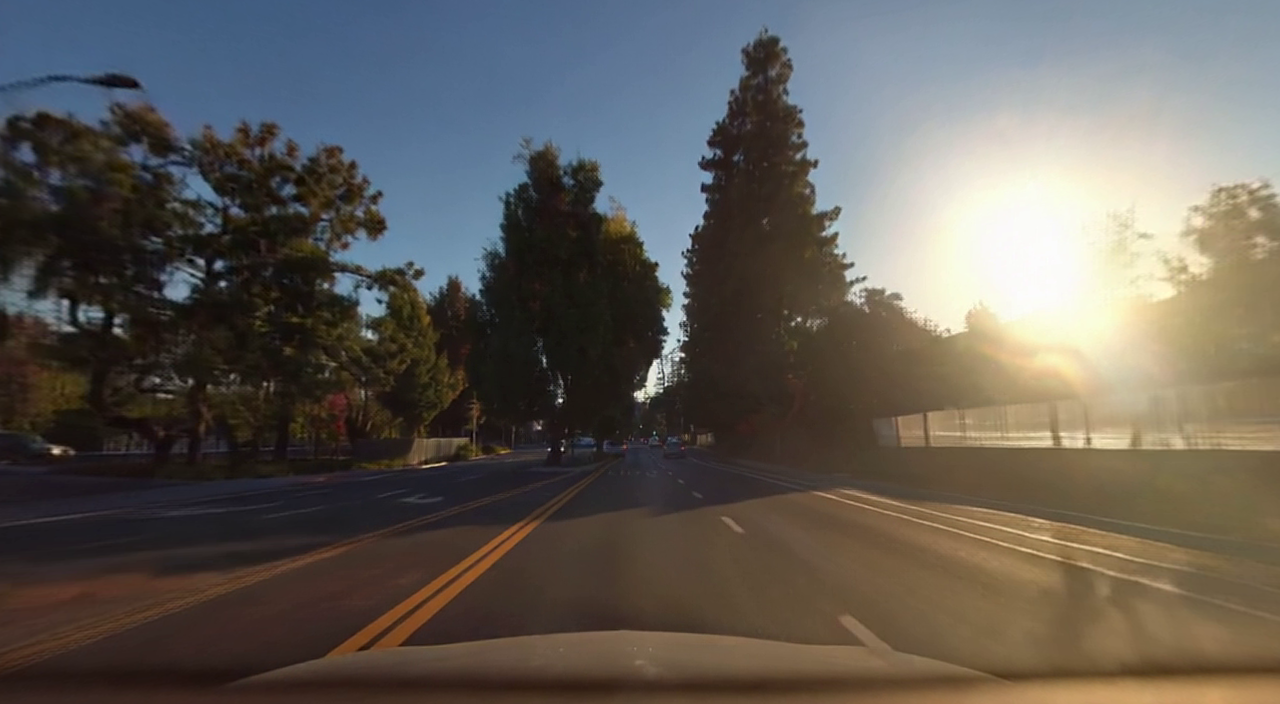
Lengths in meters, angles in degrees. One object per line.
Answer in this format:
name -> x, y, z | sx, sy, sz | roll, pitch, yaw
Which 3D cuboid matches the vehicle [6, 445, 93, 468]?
vehicle -> -41.256, 7.265, 44.293 | 1.821, 1.505, 4.484 | 0, -8, -1
